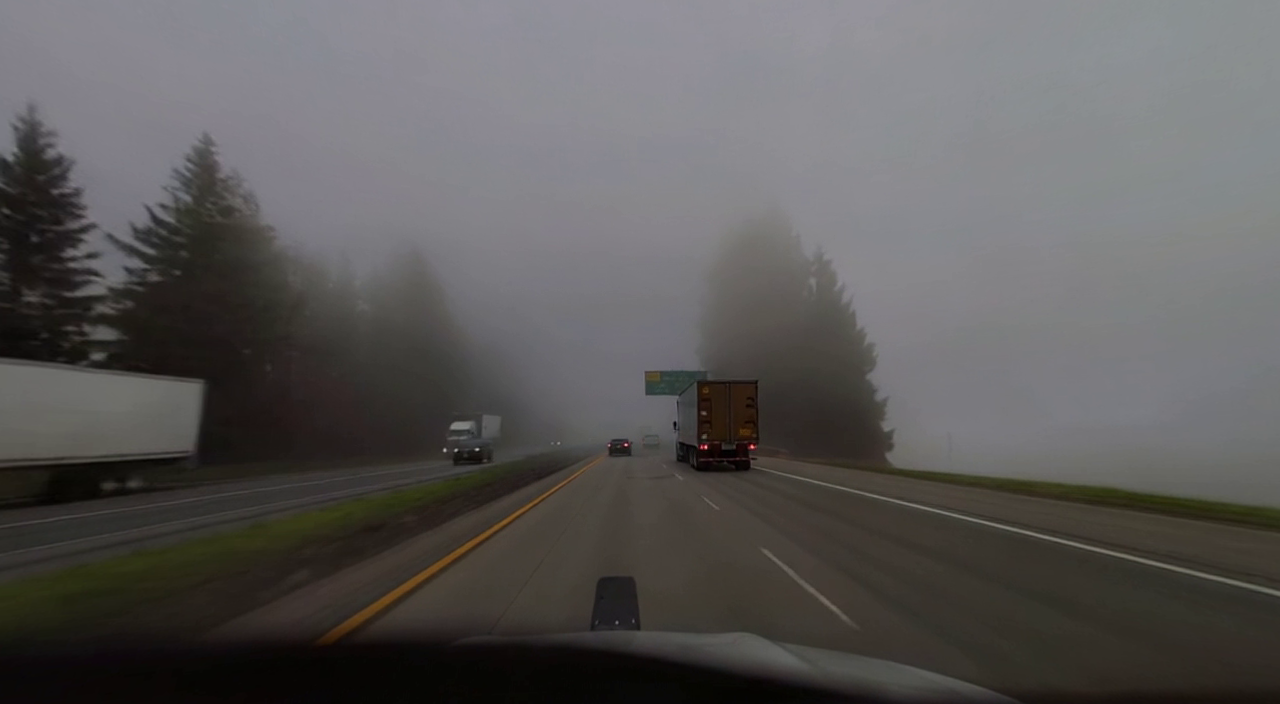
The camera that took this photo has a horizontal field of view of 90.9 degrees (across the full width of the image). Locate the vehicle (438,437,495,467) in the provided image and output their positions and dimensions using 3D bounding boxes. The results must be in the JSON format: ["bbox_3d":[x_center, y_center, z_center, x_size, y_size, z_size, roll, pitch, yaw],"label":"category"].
[{"bbox_3d":[-9.223,5.330,33.840,1.961,1.504,3.762,0,-7,0],"label":"vehicle"}]

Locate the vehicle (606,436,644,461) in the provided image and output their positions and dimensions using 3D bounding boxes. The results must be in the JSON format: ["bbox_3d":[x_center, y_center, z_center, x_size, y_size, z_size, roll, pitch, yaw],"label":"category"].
[{"bbox_3d":[-0.896,5.881,38.641,2.259,1.466,3.693,0,-7,-1],"label":"vehicle"}]

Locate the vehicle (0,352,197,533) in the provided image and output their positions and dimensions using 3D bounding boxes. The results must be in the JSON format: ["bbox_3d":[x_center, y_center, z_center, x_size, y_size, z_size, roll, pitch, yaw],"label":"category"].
[{"bbox_3d":[-13.804,1.842,12.703,2.961,3.458,9.579,-1,-7,-1],"label":"vehicle"}]

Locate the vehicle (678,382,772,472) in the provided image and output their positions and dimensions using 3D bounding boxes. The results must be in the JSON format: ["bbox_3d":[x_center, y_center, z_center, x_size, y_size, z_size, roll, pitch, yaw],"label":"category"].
[{"bbox_3d":[3.593,3.481,28.952,2.921,3.526,8.207,0,-7,-2],"label":"vehicle"}]
